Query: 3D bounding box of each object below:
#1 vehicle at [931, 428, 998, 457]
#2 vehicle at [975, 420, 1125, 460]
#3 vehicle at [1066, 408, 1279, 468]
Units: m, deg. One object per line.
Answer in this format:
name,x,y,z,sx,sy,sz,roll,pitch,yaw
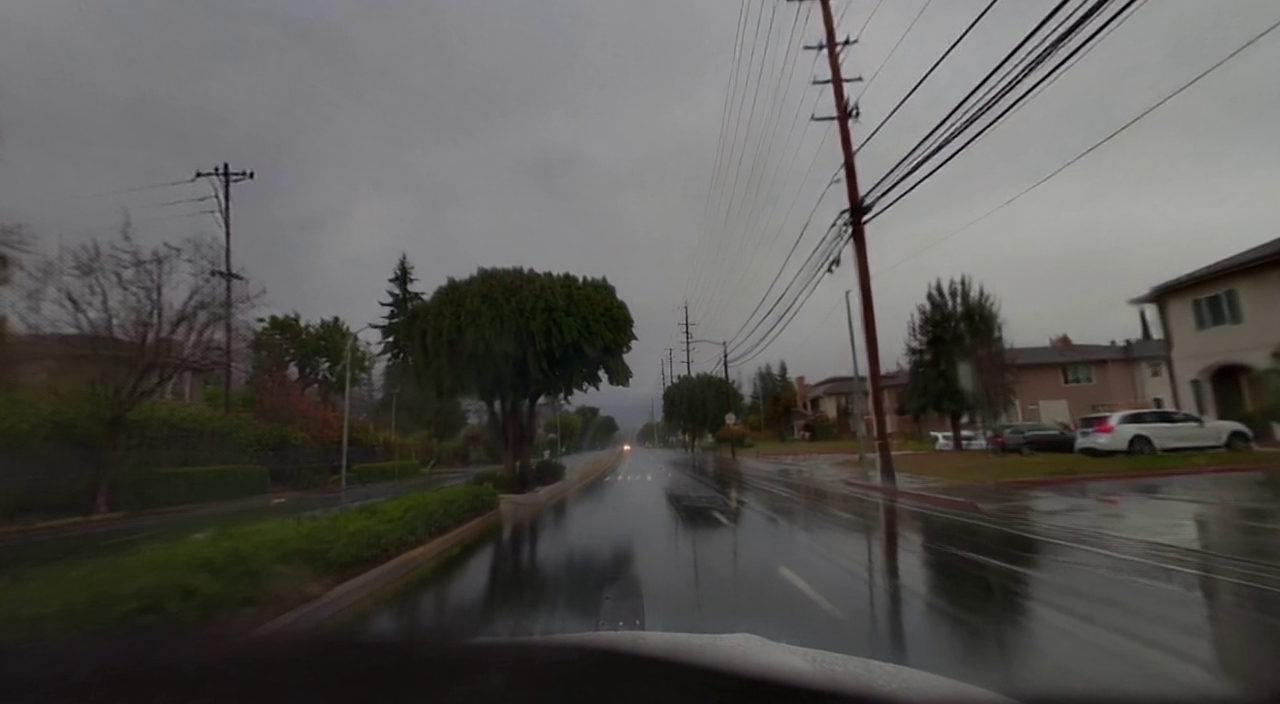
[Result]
vehicle,22.128,6.223,43.323,1.960,1.873,4.839,0,-8,-1
vehicle,16.573,3.592,25.683,4.681,1.541,2.049,0,-9,-3
vehicle,16.790,2.745,20.134,4.833,1.786,2.136,0,-9,0
